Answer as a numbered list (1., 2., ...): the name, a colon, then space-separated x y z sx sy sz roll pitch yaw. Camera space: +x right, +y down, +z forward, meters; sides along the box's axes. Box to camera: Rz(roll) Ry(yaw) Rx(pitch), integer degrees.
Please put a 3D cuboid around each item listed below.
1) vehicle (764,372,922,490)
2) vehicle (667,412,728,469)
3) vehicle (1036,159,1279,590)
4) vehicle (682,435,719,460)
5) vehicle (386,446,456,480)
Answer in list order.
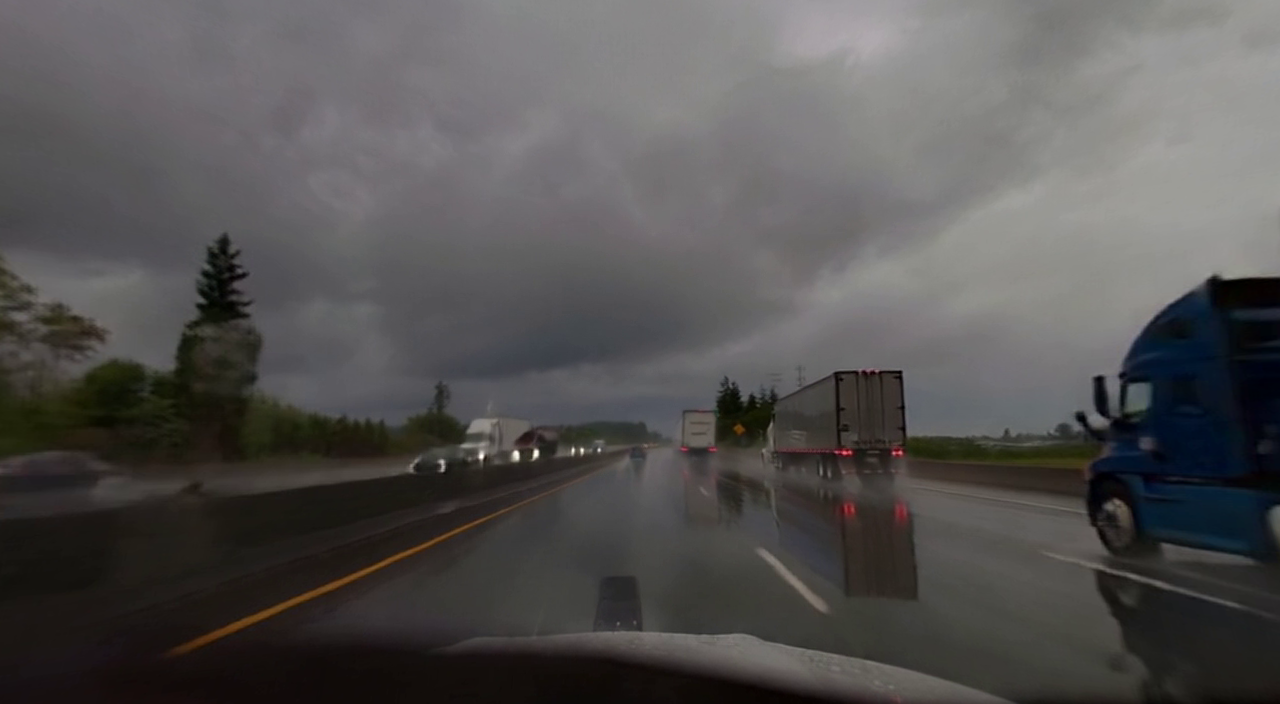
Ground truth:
1. vehicle: 8.335 3.618 28.566 2.843 4.053 13.777 0 -8 1
2. vehicle: 4.069 6.693 48.194 3.288 3.717 13.646 0 -7 0
3. vehicle: 7.229 -0.027 3.969 2.920 3.860 10.035 0 -8 0
4. vehicle: 4.153 6.605 43.838 2.120 1.651 4.639 0 -8 1
5. vehicle: -10.678 5.401 30.930 1.802 1.473 4.079 -1 -8 3
